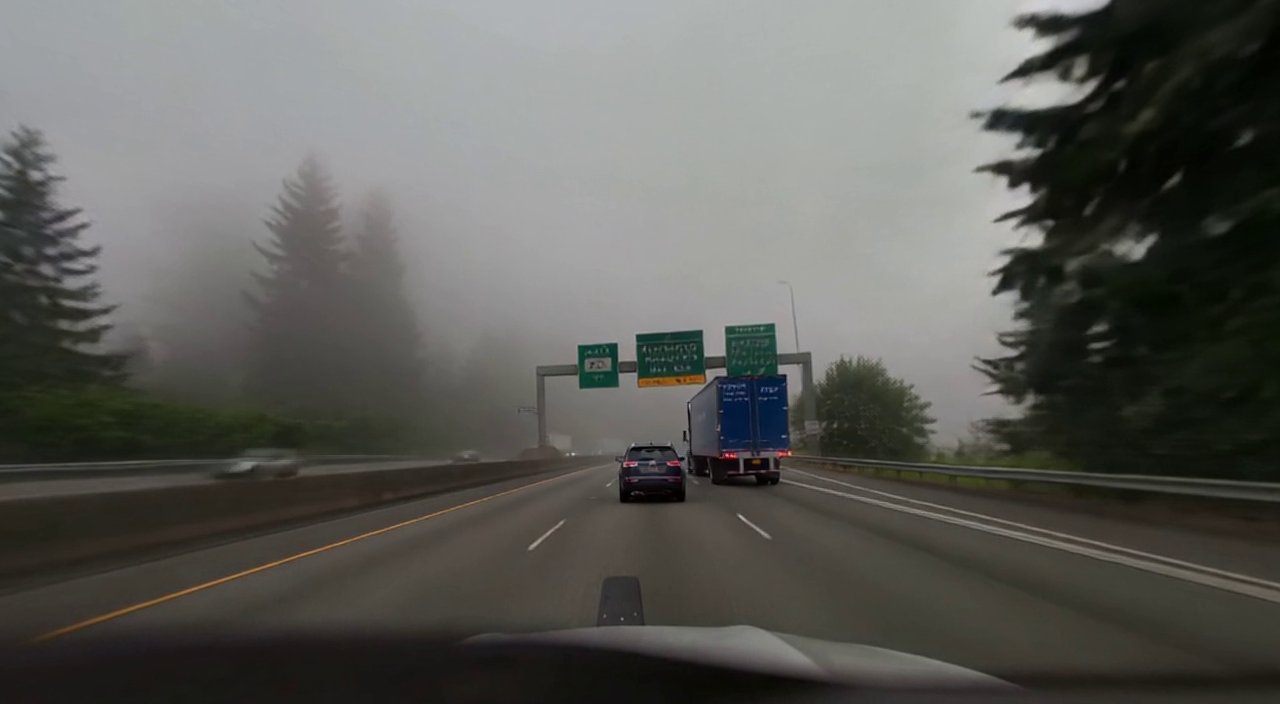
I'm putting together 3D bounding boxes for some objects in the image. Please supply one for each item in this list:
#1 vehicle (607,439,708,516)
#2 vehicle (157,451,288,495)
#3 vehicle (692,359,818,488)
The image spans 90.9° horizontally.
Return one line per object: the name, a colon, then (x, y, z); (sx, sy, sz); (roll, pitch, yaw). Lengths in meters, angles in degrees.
vehicle: (0.349, 2.921, 15.179); (2.039, 1.532, 4.610); (0, -9, 0)
vehicle: (-15.391, 4.447, 23.574); (1.769, 1.450, 4.404); (0, -9, 2)
vehicle: (4.128, 3.289, 26.498); (2.960, 4.018, 13.834); (0, -9, 1)
